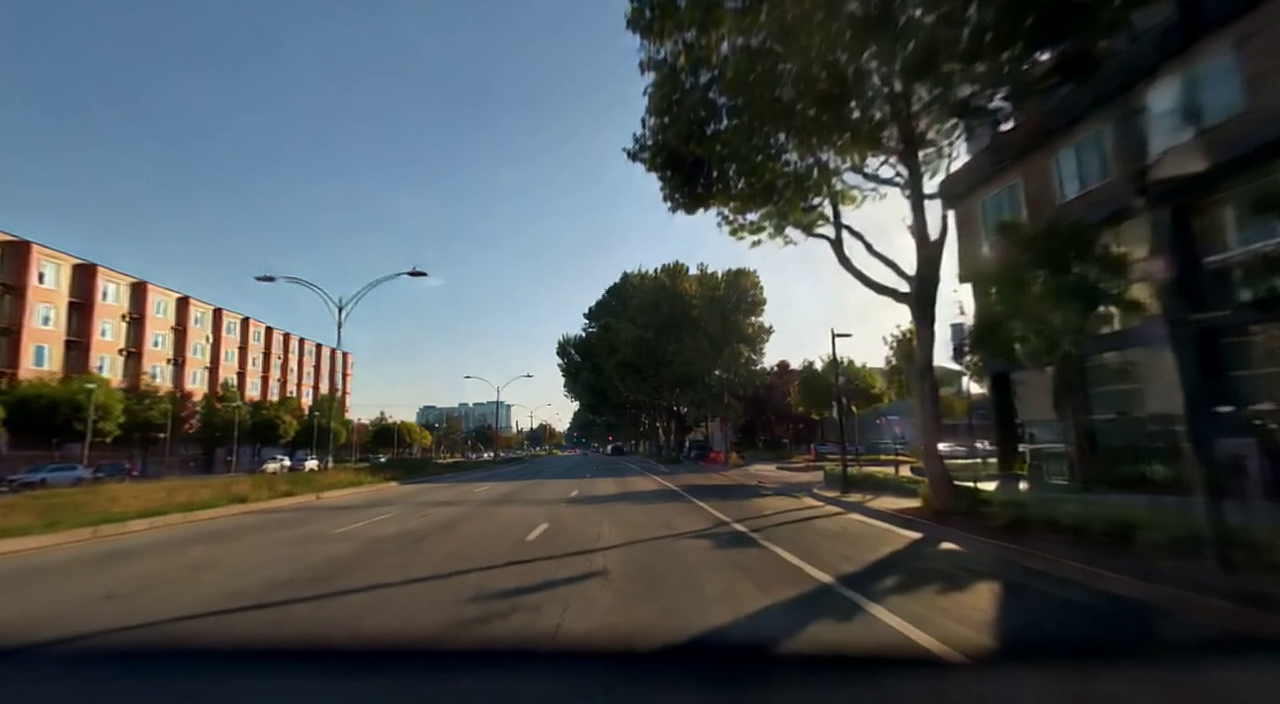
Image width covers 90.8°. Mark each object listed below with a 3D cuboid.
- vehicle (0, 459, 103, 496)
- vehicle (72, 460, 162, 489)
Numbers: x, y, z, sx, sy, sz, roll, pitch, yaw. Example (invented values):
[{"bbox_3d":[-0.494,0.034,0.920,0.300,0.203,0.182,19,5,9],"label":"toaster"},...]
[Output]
[{"bbox_3d":[-32.812,6.874,34.930,2.031,1.789,5.081,0,-8,-4],"label":"vehicle"},{"bbox_3d":[-33.279,7.789,40.397,2.034,1.618,4.667,1,-8,-5],"label":"vehicle"}]
